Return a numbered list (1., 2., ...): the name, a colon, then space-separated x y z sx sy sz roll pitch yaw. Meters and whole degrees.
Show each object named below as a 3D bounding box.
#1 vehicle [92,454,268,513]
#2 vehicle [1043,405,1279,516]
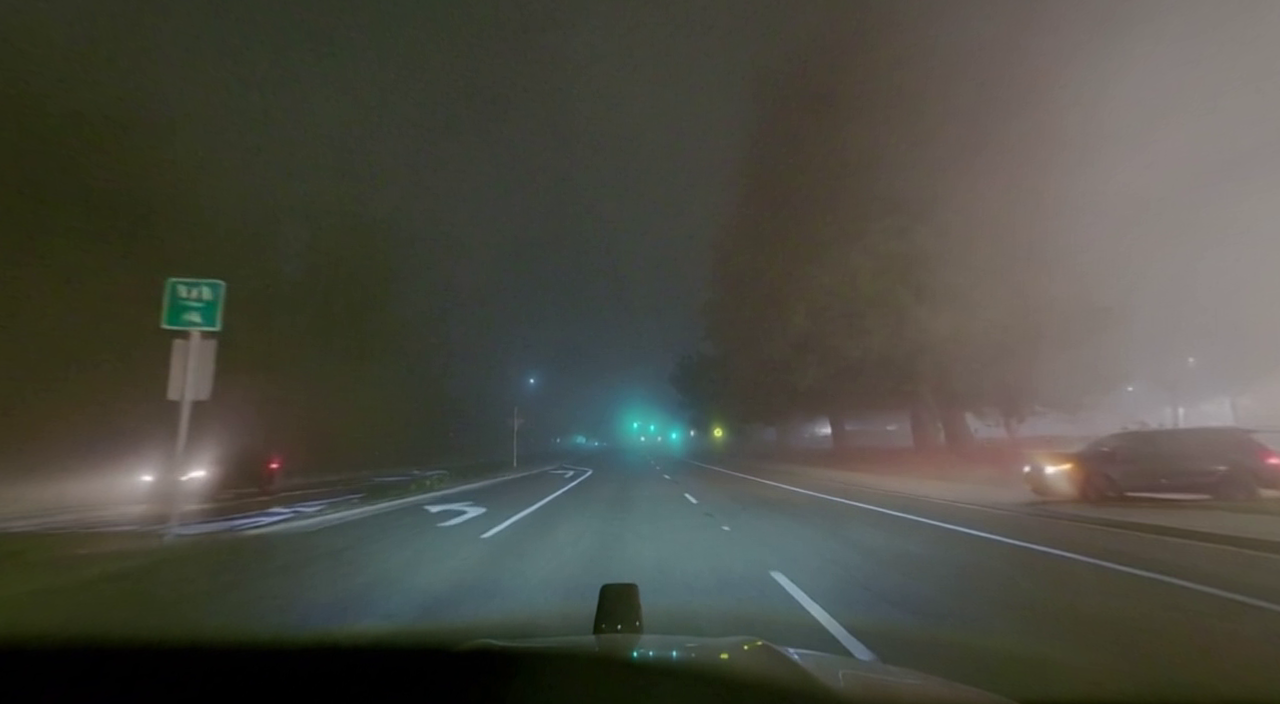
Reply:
1. vehicle: -13.462 3.827 18.916 1.892 1.486 4.487 0 -8 0
2. vehicle: 12.342 2.221 13.603 5.581 1.926 2.324 -4 -7 0
